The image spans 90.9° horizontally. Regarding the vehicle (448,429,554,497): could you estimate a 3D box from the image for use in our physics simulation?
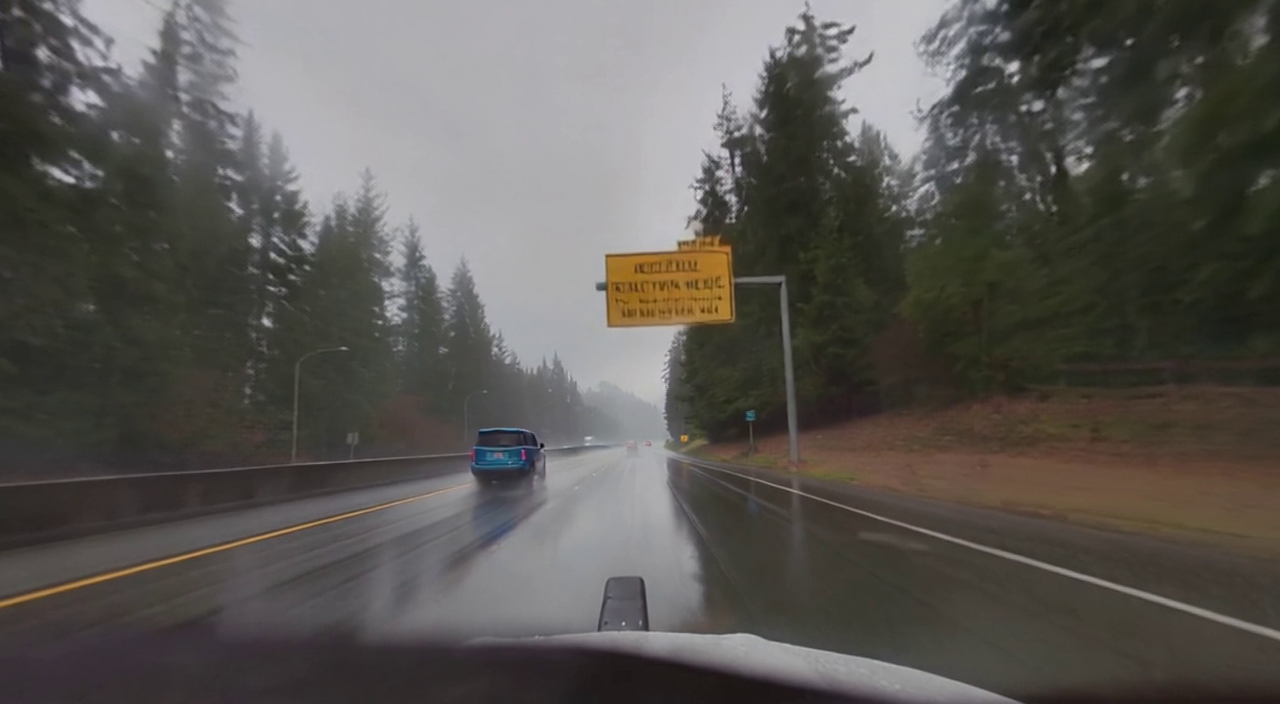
[{"bbox_3d":[-3.913,3.216,18.651,2.084,1.752,4.479,0,-8,1],"label":"vehicle"}]
